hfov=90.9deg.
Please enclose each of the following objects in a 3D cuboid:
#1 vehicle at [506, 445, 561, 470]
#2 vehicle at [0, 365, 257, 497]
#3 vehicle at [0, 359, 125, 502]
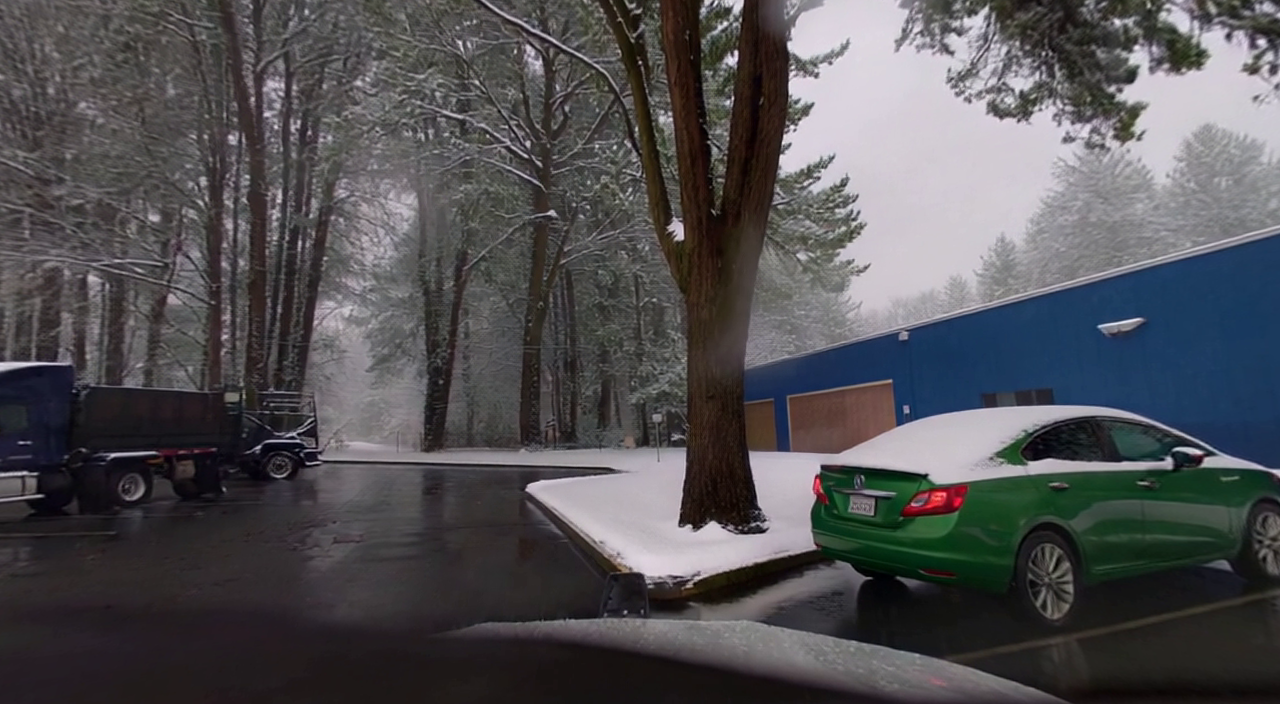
[{"bbox_3d":[-6.732,6.700,40.109,1.809,1.506,3.473,-4,-10,24],"label":"vehicle"},{"bbox_3d":[-19.615,3.095,23.677,11.906,4.069,2.948,-5,-10,28],"label":"vehicle"},{"bbox_3d":[-21.924,2.741,20.991,11.512,3.871,3.038,-5,-10,29],"label":"vehicle"}]
